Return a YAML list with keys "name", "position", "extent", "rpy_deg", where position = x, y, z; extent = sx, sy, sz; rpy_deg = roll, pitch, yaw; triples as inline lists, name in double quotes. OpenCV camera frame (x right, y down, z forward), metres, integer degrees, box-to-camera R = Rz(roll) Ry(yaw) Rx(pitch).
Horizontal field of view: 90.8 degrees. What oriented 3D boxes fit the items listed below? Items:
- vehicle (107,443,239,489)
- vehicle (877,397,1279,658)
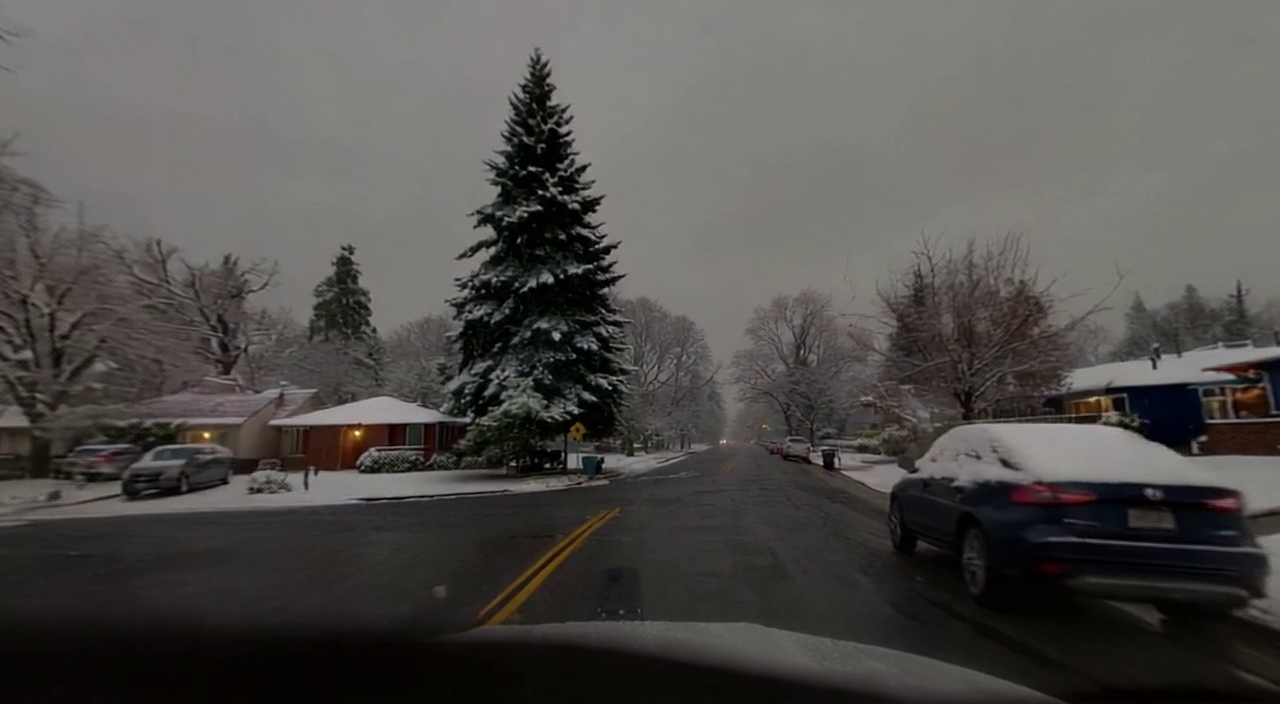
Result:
- name: "vehicle"
  position: [-19.615, 4.775, 26.843]
  extent: [2.021, 1.798, 4.491]
  rpy_deg: [0, -9, 2]
- name: "vehicle"
  position: [4.068, 1.509, 6.534]
  extent: [2.053, 1.737, 4.375]
  rpy_deg: [-1, -9, 8]
